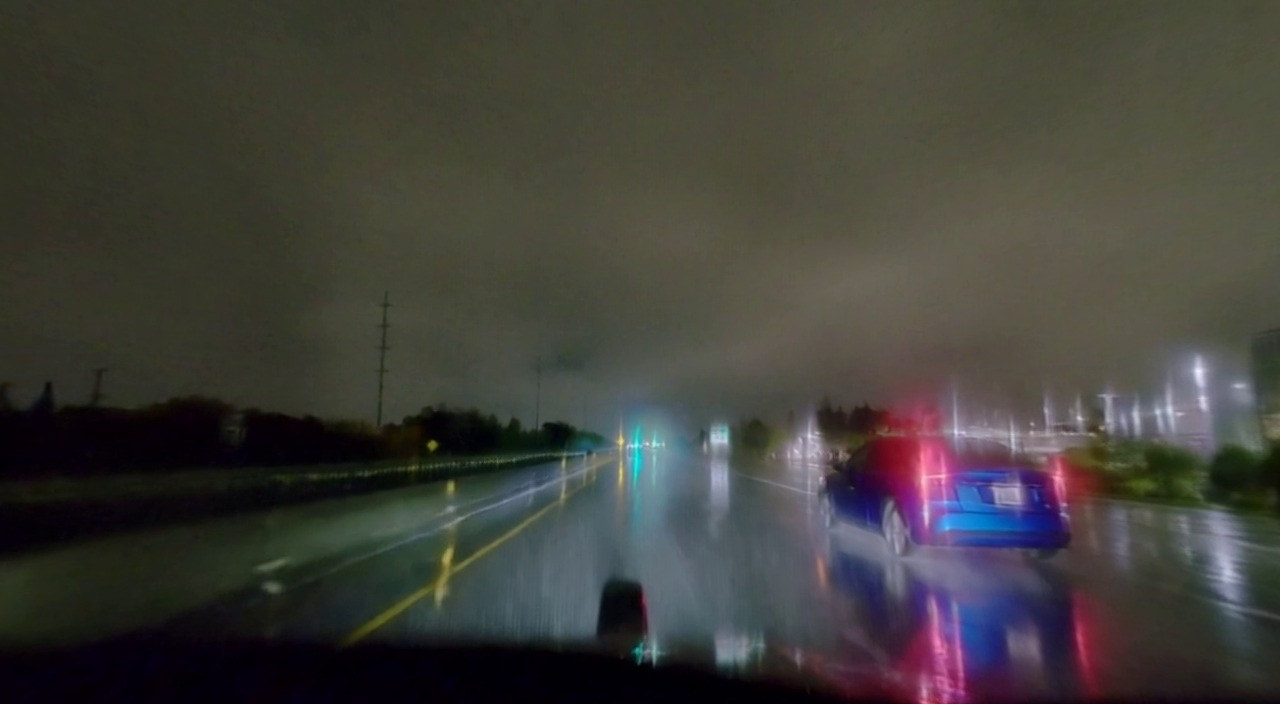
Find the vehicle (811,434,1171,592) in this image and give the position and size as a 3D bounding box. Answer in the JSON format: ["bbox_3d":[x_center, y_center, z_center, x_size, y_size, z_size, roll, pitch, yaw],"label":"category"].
[{"bbox_3d":[4.023,1.904,8.492,2.053,1.490,4.799,0,-9,0],"label":"vehicle"}]
